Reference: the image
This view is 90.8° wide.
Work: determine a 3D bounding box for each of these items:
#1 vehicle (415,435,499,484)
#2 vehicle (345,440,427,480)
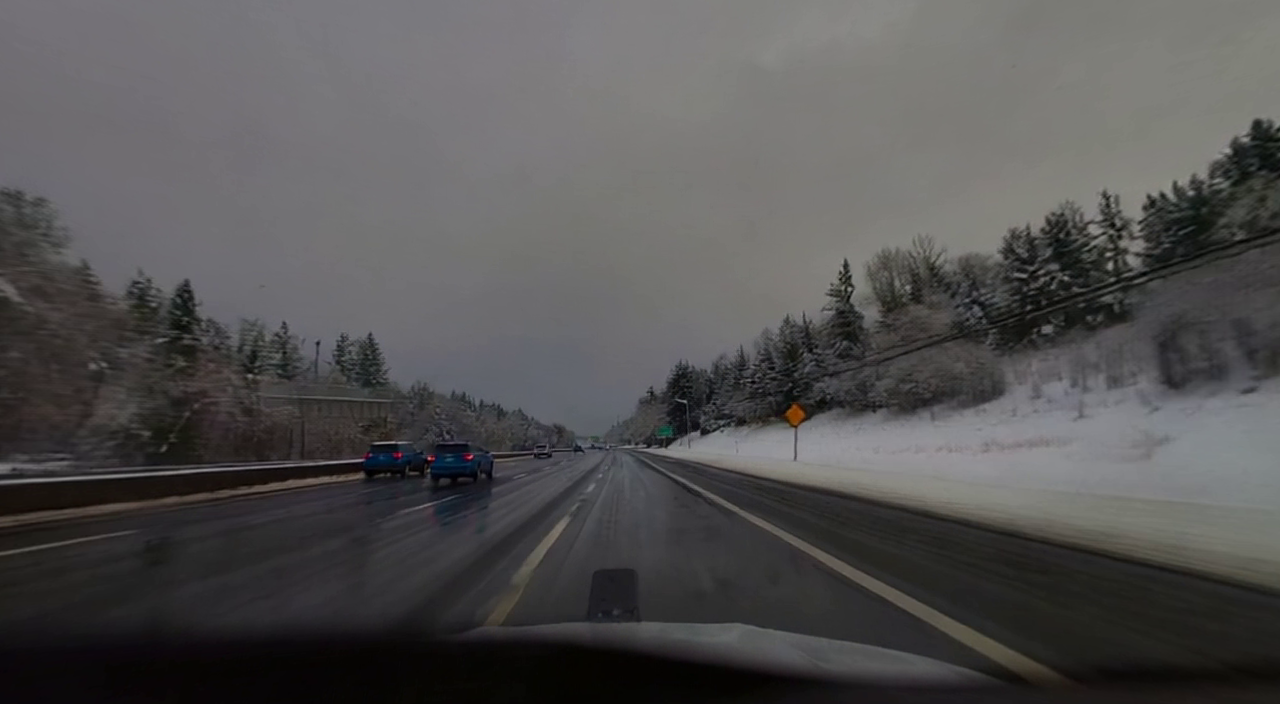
[{"bbox_3d":[-7.316,4.348,25.741,2.146,1.766,4.502,0,-9,-1],"label":"vehicle"},{"bbox_3d":[-11.656,4.976,29.325,2.016,1.711,4.365,0,-9,-1],"label":"vehicle"}]
